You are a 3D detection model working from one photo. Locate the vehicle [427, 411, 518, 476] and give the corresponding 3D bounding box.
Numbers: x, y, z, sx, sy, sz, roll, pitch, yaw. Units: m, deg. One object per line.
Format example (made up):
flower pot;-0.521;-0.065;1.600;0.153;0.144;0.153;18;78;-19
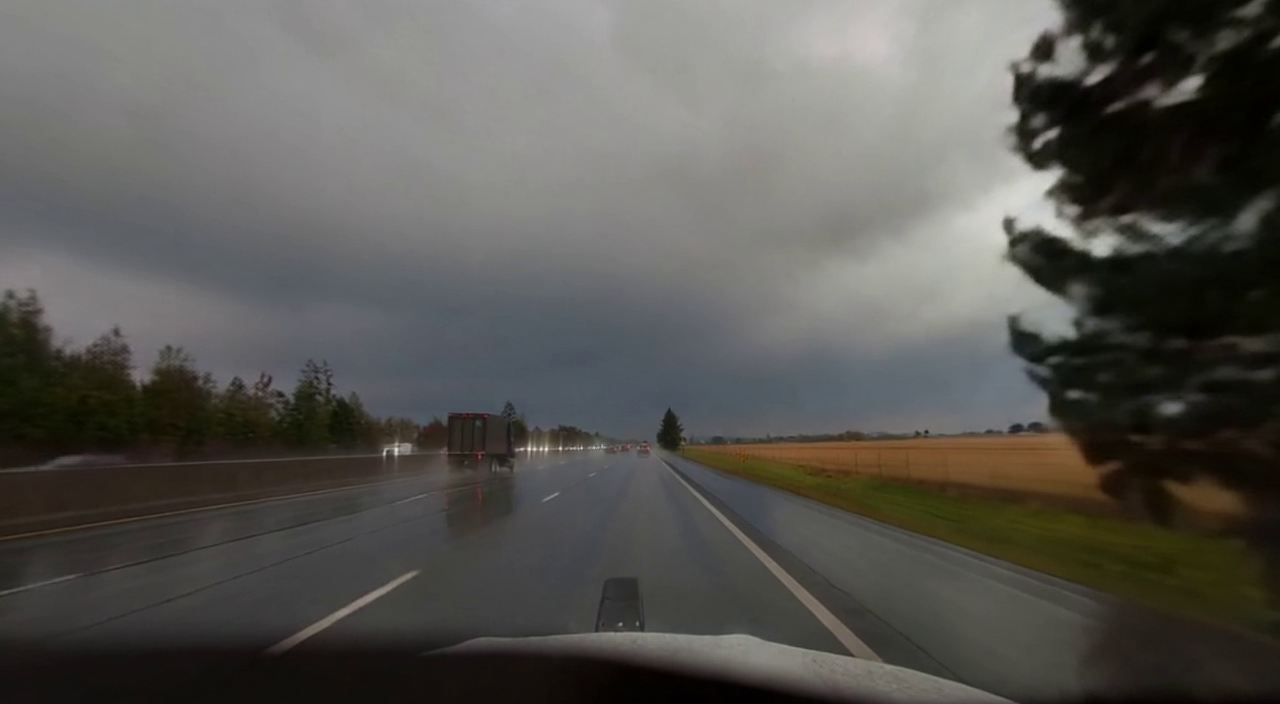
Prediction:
vehicle;-7.485;4.217;28.941;2.444;2.685;5.893;0;-9;1
